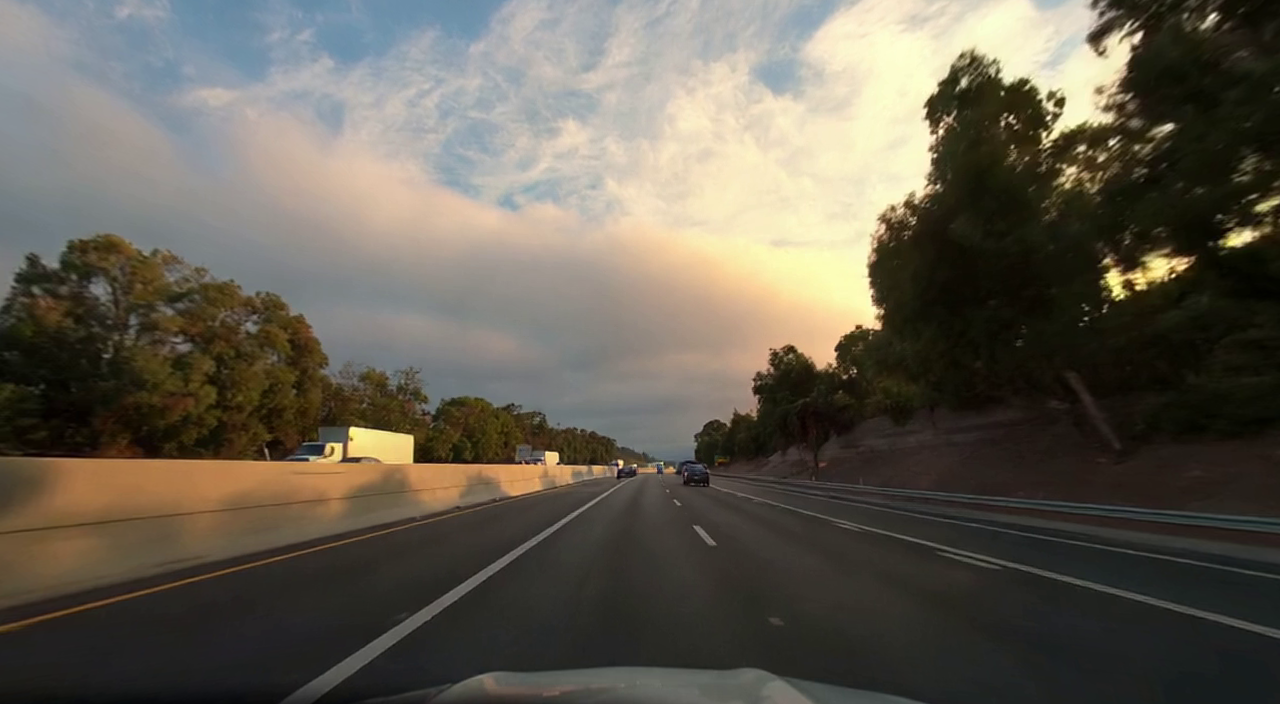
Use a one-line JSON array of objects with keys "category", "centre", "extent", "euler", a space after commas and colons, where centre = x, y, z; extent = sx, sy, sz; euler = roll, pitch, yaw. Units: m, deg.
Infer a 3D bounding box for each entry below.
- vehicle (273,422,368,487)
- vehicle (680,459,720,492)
[{"category": "vehicle", "centre": [-21.374, 6.973, 42.611], "extent": [3.009, 4.001, 5.877], "euler": [1, -10, 2]}, {"category": "vehicle", "centre": [3.696, 7.777, 39.778], "extent": [2.093, 1.933, 4.623], "euler": [1, -10, 0]}]
